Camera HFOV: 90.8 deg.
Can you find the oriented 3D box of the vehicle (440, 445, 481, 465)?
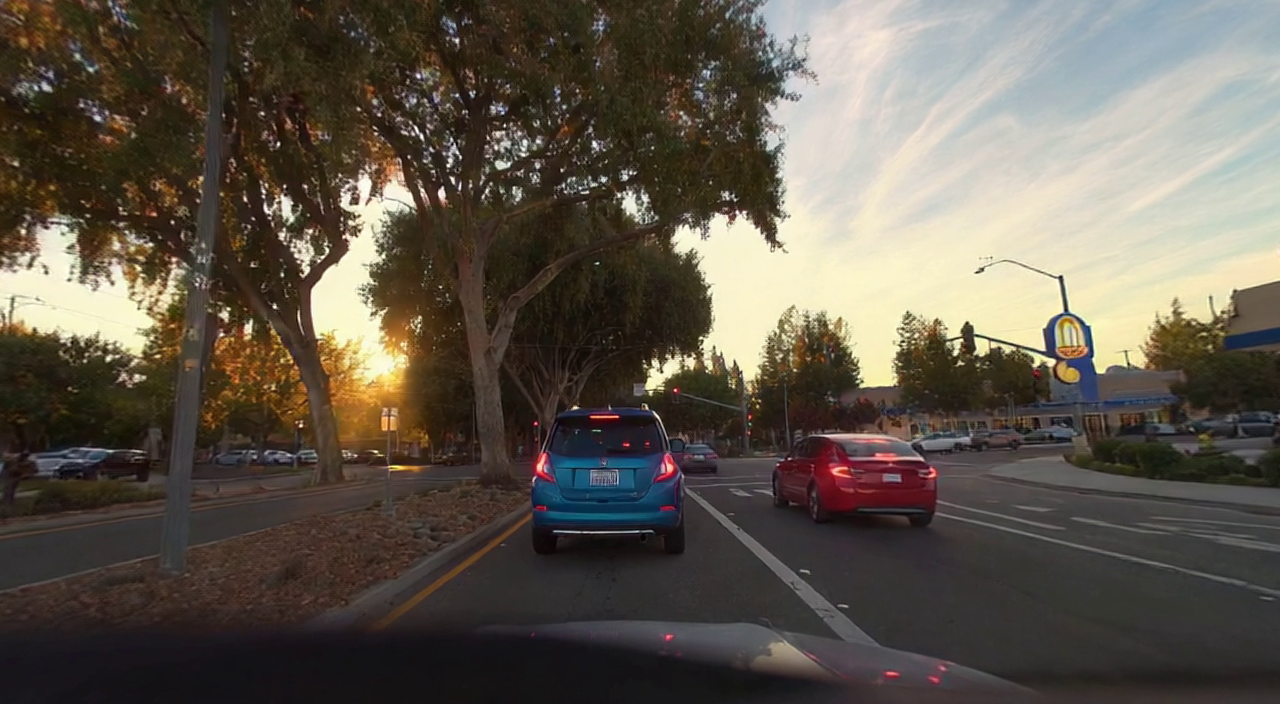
[{"bbox_3d":[-13.875,7.972,49.124,1.983,1.460,4.456,0,-9,-2],"label":"vehicle"}]

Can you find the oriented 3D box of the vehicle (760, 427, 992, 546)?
[{"bbox_3d":[3.578,2.137,10.798,2.098,1.555,4.778,0,-9,0],"label":"vehicle"}]

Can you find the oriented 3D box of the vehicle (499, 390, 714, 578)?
[{"bbox_3d":[-0.310,1.642,8.620,2.096,1.837,4.687,0,-9,0],"label":"vehicle"}]
